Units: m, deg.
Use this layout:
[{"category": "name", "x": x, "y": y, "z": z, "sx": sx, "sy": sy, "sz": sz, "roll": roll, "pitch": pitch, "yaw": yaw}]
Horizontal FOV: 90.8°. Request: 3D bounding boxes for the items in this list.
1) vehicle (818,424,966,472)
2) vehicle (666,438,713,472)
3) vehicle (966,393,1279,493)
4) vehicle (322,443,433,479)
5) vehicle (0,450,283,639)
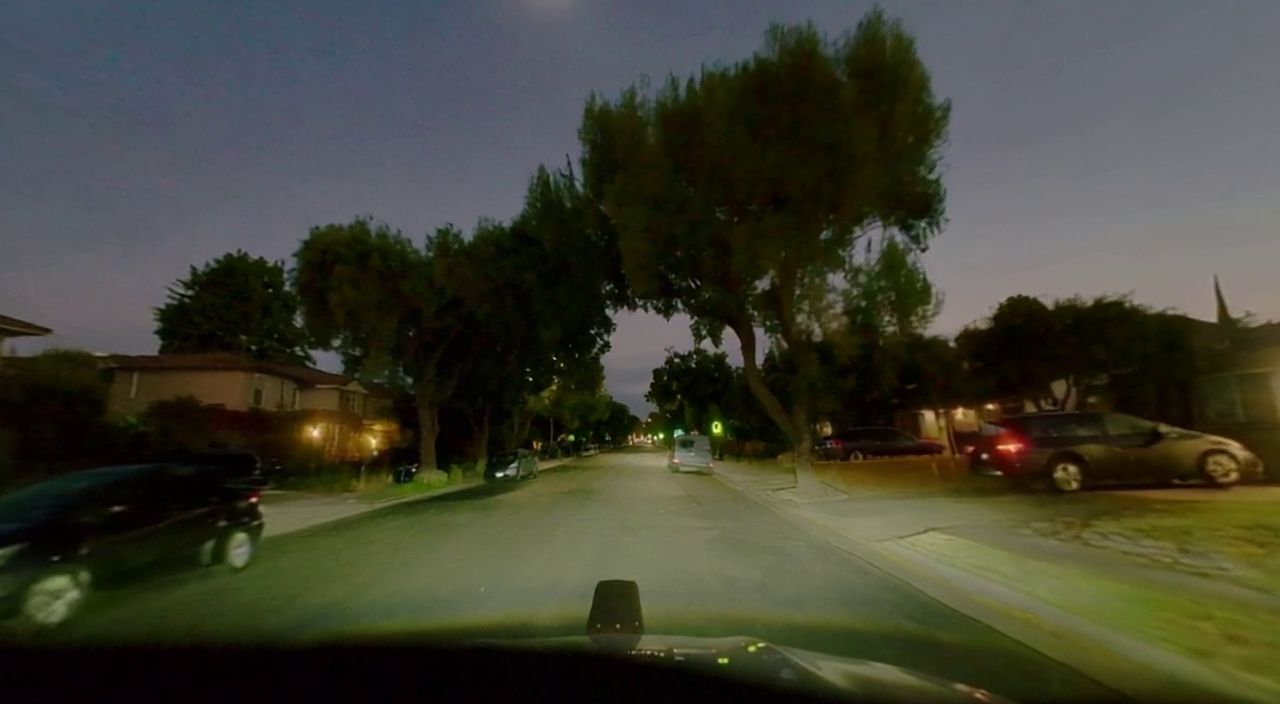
[{"category": "vehicle", "x": 8.762, "y": 3.364, "z": 22.254, "sx": 4.331, "sy": 1.570, "sz": 2.009, "roll": 0, "pitch": -8, "yaw": -1}, {"category": "vehicle", "x": 2.323, "y": 4.957, "z": 30.641, "sx": 2.022, "sy": 1.483, "sz": 4.565, "roll": 0, "pitch": -8, "yaw": 1}, {"category": "vehicle", "x": 8.814, "y": 1.649, "z": 11.564, "sx": 4.599, "sy": 1.652, "sz": 1.903, "roll": 0, "pitch": -8, "yaw": -2}, {"category": "vehicle", "x": -11.604, "y": 4.846, "z": 28.172, "sx": 4.118, "sy": 1.492, "sz": 1.902, "roll": 0, "pitch": -8, "yaw": -3}, {"category": "vehicle", "x": -5.942, "y": 1.851, "z": 6.986, "sx": 1.878, "sy": 1.496, "sz": 3.535, "roll": 0, "pitch": -8, "yaw": 0}]
